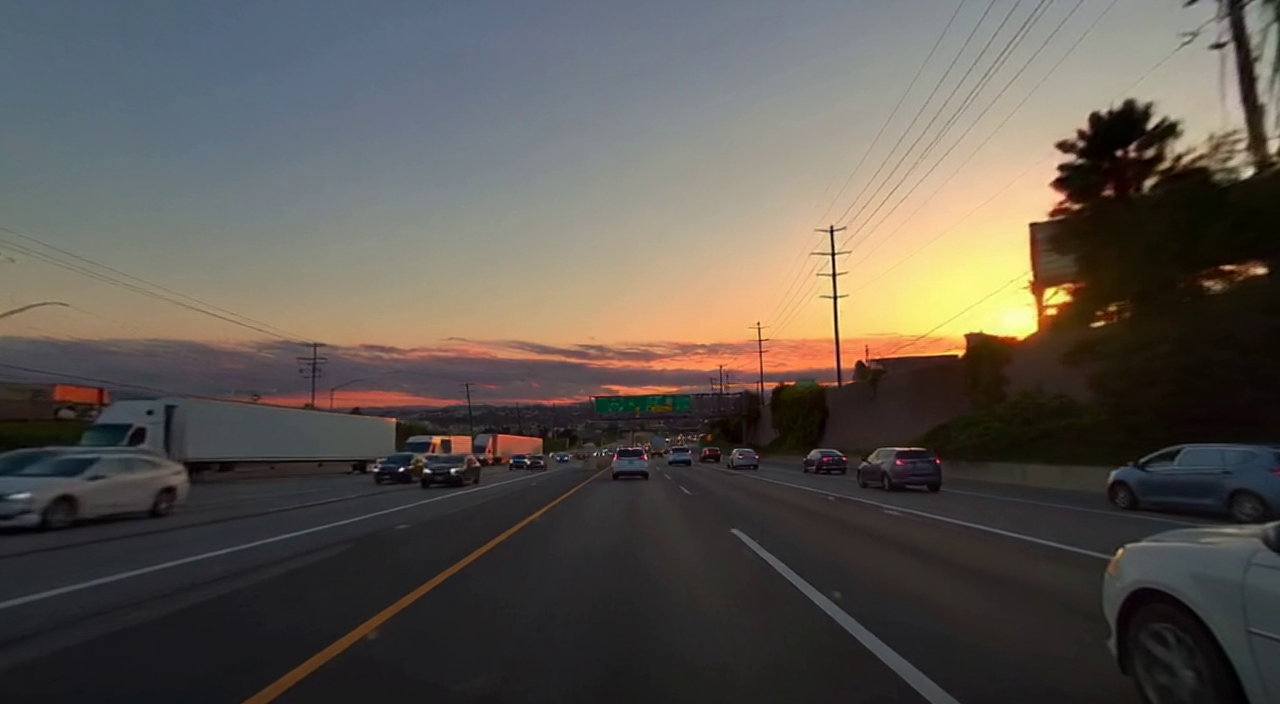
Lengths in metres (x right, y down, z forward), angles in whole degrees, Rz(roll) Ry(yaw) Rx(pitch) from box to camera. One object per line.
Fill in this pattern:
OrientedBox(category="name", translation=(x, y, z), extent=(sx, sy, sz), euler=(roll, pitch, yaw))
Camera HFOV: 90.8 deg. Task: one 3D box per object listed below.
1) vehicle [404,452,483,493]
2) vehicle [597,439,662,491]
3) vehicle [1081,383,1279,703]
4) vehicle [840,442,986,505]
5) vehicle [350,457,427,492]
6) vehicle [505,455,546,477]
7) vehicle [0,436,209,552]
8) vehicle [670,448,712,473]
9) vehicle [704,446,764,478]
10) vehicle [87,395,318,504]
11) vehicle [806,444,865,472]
OrientedBox(category="vehicle", translation=(-8.057, 4.944, 26.286), extent=(1.931, 1.541, 4.018), euler=(0, -9, 1))
OrientedBox(category="vehicle", translation=(-0.407, 4.307, 24.444), extent=(2.298, 1.809, 4.359), euler=(0, -9, -1))
OrientedBox(category="vehicle", translation=(3.377, 0.757, 1.451), extent=(1.967, 1.547, 3.777), euler=(0, -9, 0))
OrientedBox(category="vehicle", translation=(7.114, 3.183, 17.036), extent=(1.958, 1.473, 4.201), euler=(0, -9, -1))
OrientedBox(category="vehicle", translation=(-11.933, 5.829, 30.289), extent=(1.888, 1.455, 4.410), euler=(0, -9, 0))
OrientedBox(category="vehicle", translation=(-8.251, 8.288, 46.069), extent=(2.086, 1.477, 4.438), euler=(0, -9, 1))
OrientedBox(category="vehicle", translation=(-11.504, 2.706, 12.835), extent=(2.113, 1.873, 4.741), euler=(0, -9, 0))
OrientedBox(category="vehicle", translation=(3.124, 6.744, 39.471), extent=(2.115, 1.481, 3.968), euler=(0, -9, -2))
OrientedBox(category="vehicle", translation=(4.605, 5.472, 31.586), extent=(1.934, 1.461, 4.368), euler=(1, -9, -6))
OrientedBox(category="vehicle", translation=(-18.337, 4.267, 27.800), extent=(3.068, 3.921, 9.552), euler=(0, -9, 1))
OrientedBox(category="vehicle", translation=(11.102, 6.038, 36.229), extent=(1.901, 1.485, 4.483), euler=(0, -9, -1))
